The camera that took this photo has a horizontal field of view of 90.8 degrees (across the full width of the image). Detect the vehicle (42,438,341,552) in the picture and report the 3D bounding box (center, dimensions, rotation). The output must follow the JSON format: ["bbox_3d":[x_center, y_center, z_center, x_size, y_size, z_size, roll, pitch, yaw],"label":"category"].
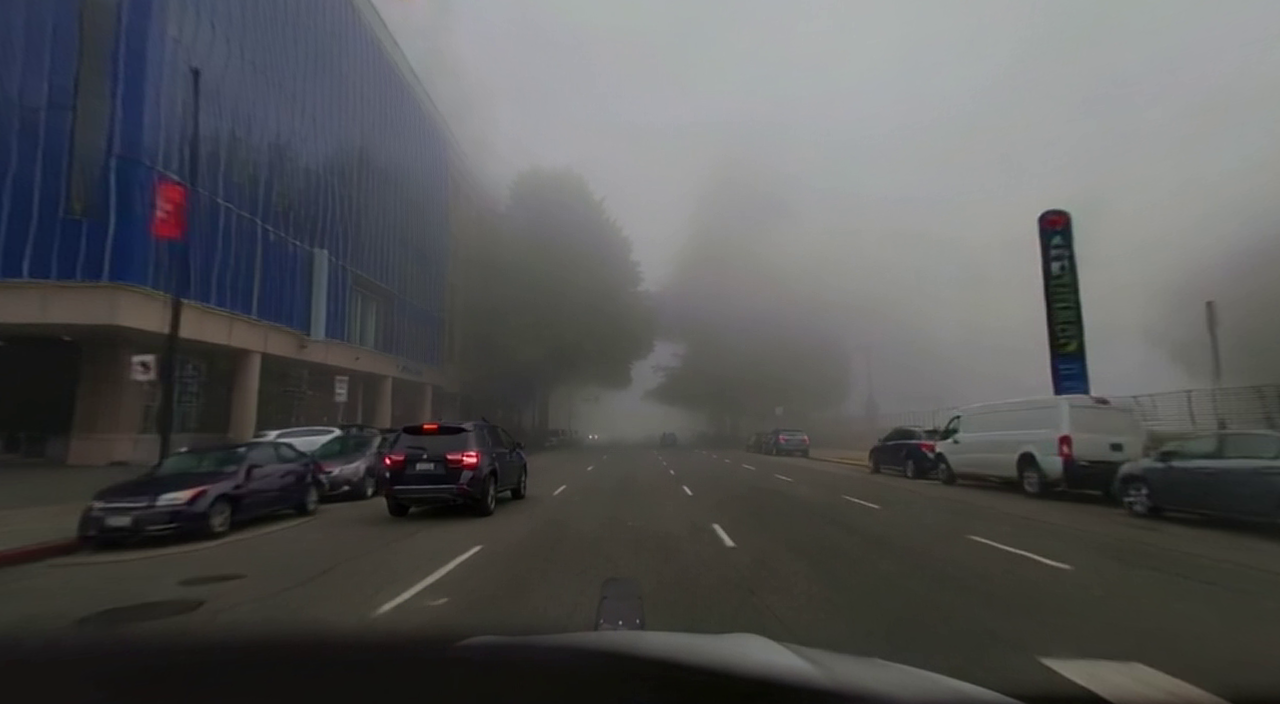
[{"bbox_3d":[-6.931,2.188,10.519,1.806,1.466,4.373,0,-8,-1],"label":"vehicle"}]

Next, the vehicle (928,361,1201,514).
[{"bbox_3d":[9.108,1.963,14.552,2.285,2.778,5.847,0,-8,2],"label":"vehicle"}]

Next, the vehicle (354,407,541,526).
[{"bbox_3d":[-3.199,2.002,11.612,2.002,1.756,4.366,0,-8,1],"label":"vehicle"}]

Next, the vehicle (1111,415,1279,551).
[{"bbox_3d":[8.812,1.733,8.370,1.854,1.663,4.300,2,-8,0],"label":"vehicle"}]

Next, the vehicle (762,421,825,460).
[{"bbox_3d":[9.036,5.272,37.746,2.249,2.117,5.743,0,-8,0],"label":"vehicle"}]
